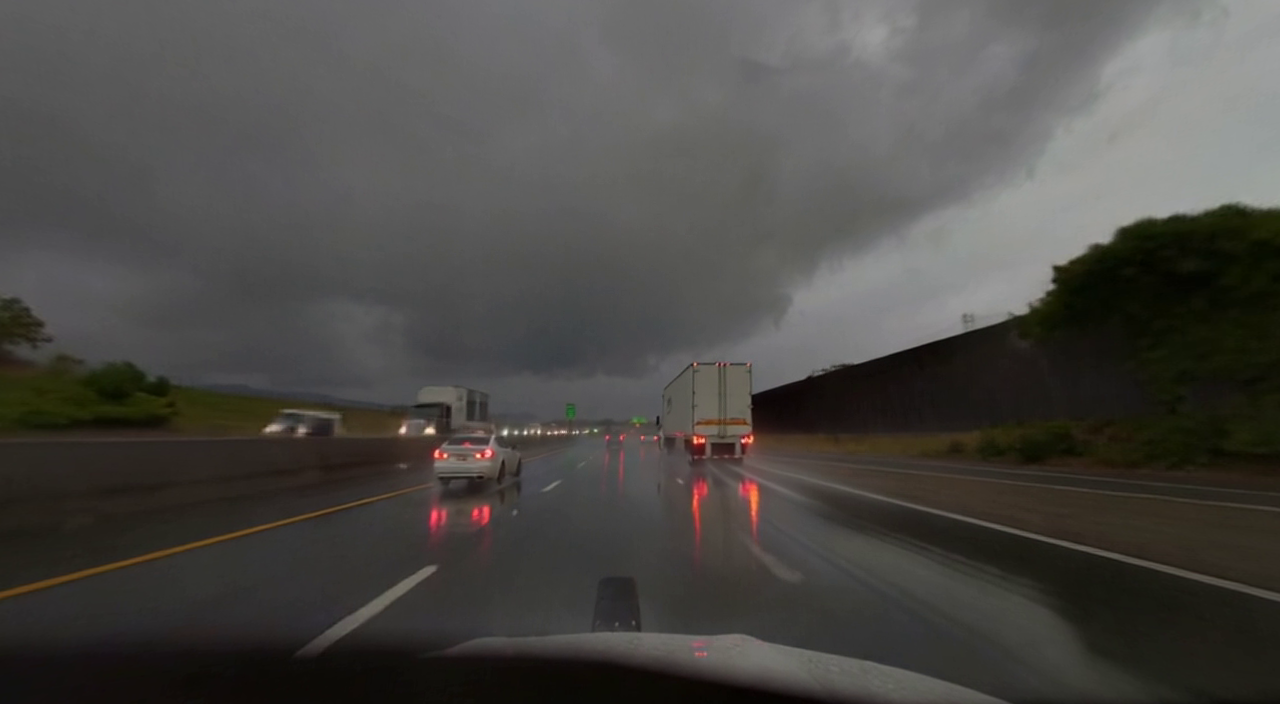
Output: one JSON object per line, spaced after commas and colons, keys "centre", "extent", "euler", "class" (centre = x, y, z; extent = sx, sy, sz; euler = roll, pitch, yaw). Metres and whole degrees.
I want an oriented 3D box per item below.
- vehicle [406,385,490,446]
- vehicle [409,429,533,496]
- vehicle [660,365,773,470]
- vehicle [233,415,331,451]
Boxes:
{"centre": [-12.894, 4.543, 43.468], "extent": [2.938, 3.692, 9.880], "euler": [0, -8, -2], "class": "vehicle"}
{"centre": [-4.065, 2.715, 16.001], "extent": [1.971, 1.444, 4.401], "euler": [0, -8, -1], "class": "vehicle"}
{"centre": [3.197, 3.466, 31.628], "extent": [3.241, 4.042, 14.292], "euler": [0, -8, -3], "class": "vehicle"}
{"centre": [-16.170, 3.718, 28.774], "extent": [1.921, 1.482, 4.487], "euler": [0, -8, -1], "class": "vehicle"}
